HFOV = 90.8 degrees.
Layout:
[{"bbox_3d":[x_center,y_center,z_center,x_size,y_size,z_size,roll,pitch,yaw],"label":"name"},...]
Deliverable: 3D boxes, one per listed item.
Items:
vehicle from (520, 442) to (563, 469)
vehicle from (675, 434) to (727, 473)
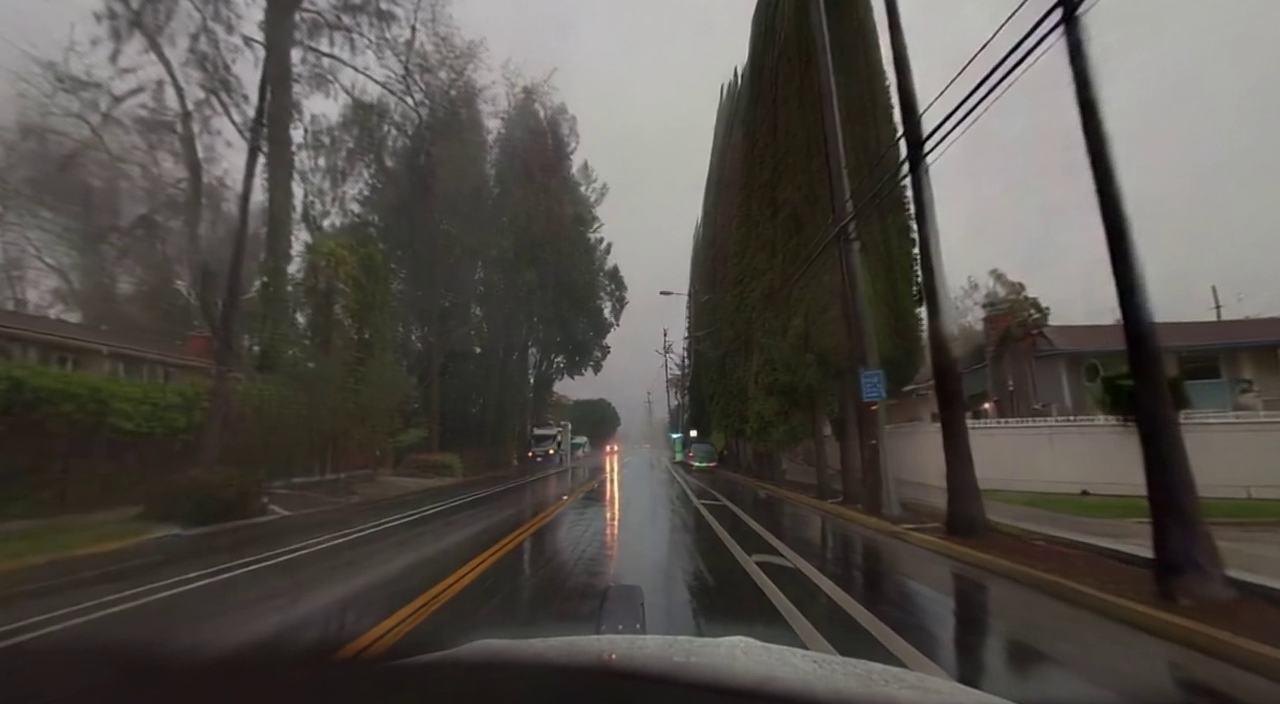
[{"bbox_3d":[-6.422,6.816,41.722,1.935,1.655,4.409,0,-9,2],"label":"vehicle"},{"bbox_3d":[3.093,5.287,33.148,2.168,1.851,4.861,0,-9,-1],"label":"vehicle"}]
